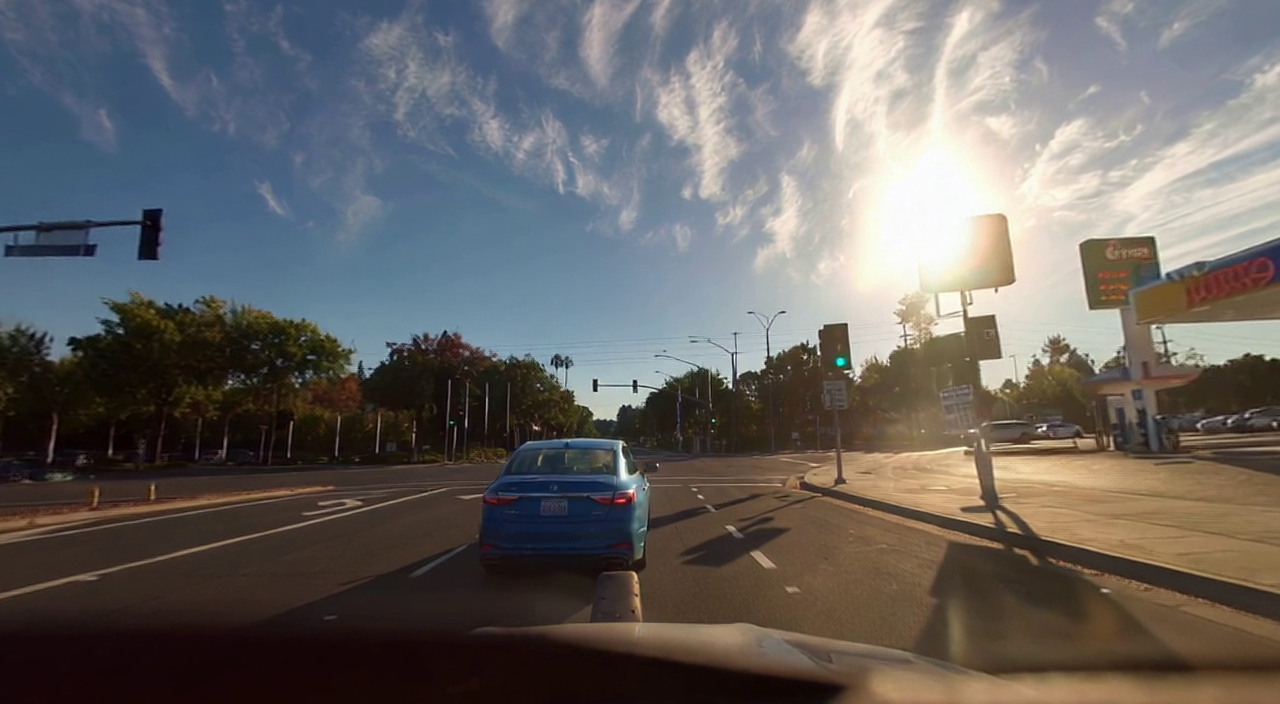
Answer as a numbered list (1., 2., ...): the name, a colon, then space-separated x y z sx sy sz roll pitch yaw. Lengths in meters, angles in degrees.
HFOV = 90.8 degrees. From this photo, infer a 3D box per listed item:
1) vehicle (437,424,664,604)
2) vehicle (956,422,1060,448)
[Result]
1. vehicle: -0.687 1.712 7.666 1.916 1.510 4.447 0 -8 2
2. vehicle: 21.905 4.994 37.763 4.874 1.502 2.048 0 -8 1
